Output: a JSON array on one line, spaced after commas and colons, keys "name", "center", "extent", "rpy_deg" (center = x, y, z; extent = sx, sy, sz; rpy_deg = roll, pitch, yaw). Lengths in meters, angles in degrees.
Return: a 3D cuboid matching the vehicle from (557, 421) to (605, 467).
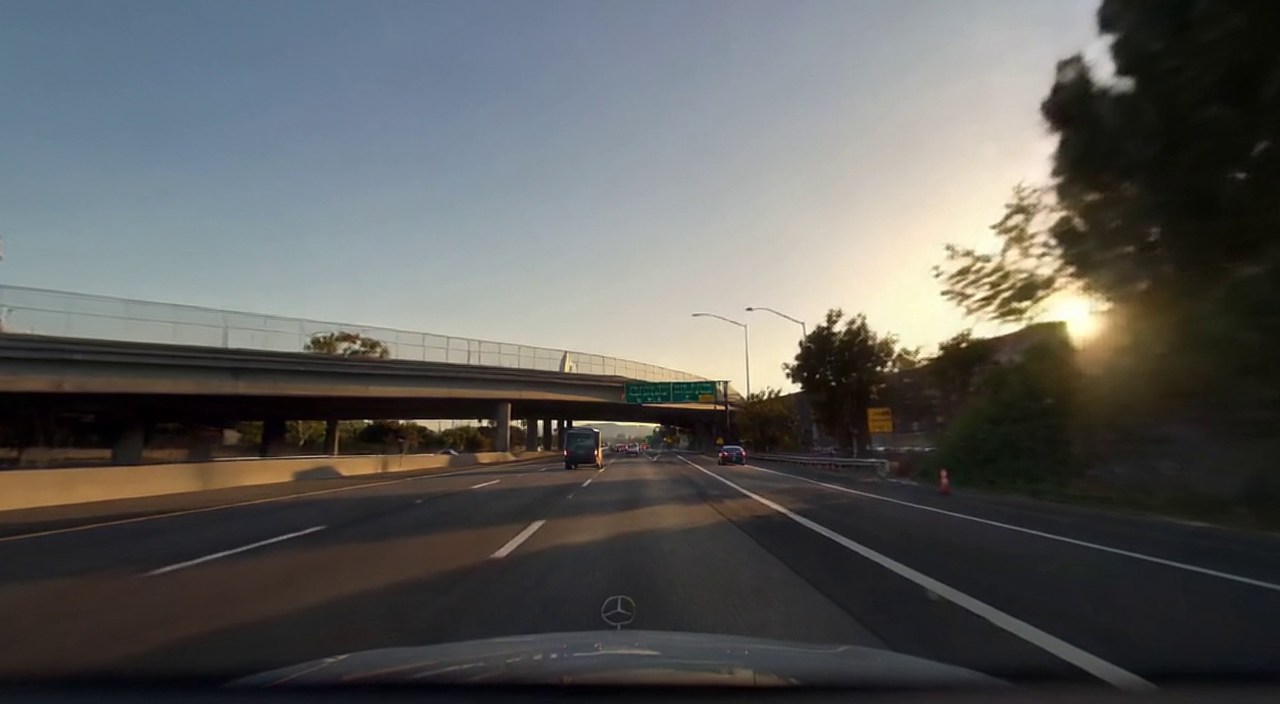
[{"name": "vehicle", "center": [-4.016, 6.443, 44.320], "extent": [2.881, 2.937, 7.045], "rpy_deg": [0, -8, -2]}]
